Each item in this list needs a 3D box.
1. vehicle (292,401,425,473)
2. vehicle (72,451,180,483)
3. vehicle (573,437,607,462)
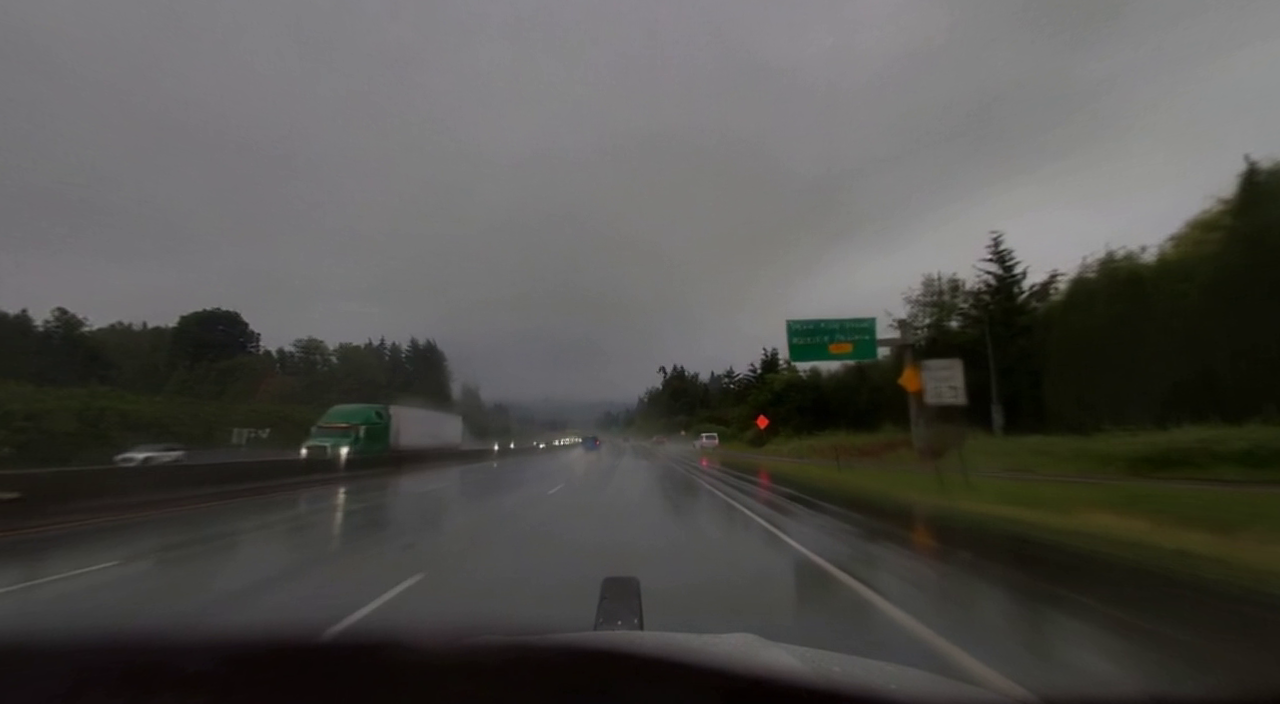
[{"bbox_3d":[-16.623,5.241,38.426,2.934,3.737,10.958,0,-8,1],"label":"vehicle"},{"bbox_3d":[-27.192,6.054,33.440,1.864,1.494,4.580,0,-8,0],"label":"vehicle"},{"bbox_3d":[-3.495,6.826,44.302,2.125,1.662,4.336,0,-8,-1],"label":"vehicle"}]
